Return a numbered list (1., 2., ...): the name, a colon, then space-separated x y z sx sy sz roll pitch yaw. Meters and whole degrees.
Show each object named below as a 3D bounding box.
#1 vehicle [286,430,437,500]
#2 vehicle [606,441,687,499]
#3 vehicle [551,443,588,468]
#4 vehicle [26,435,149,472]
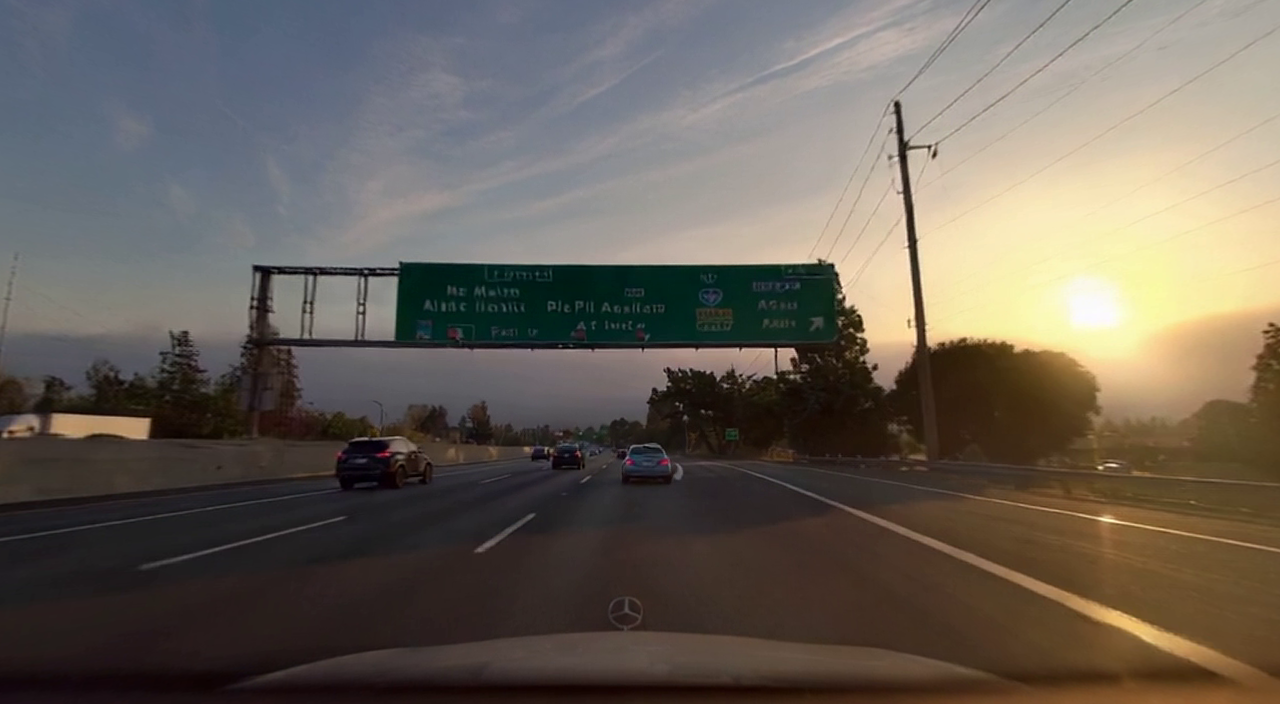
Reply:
1. vehicle: -7.994 3.296 18.790 2.206 1.788 4.914 0 -8 0
2. vehicle: 0.099 3.359 18.386 2.082 1.482 4.126 0 -8 -2
3. vehicle: -5.153 7.581 46.424 2.289 1.777 4.534 0 -8 -1
4. vehicle: -31.518 5.799 36.285 2.198 1.939 5.613 0 -8 -3
